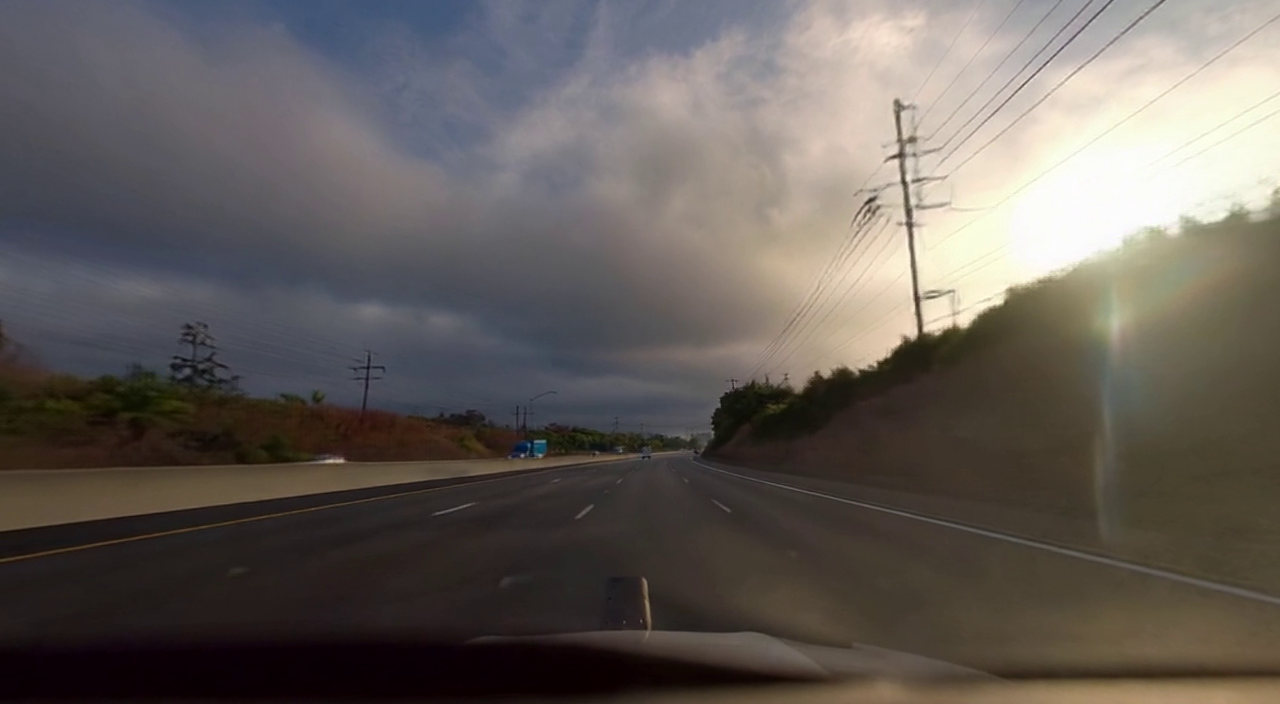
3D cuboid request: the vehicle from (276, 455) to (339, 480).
[{"bbox_3d":[-21.887,7.615,41.657,1.772,1.483,4.170,0,-9,1],"label":"vehicle"}]
